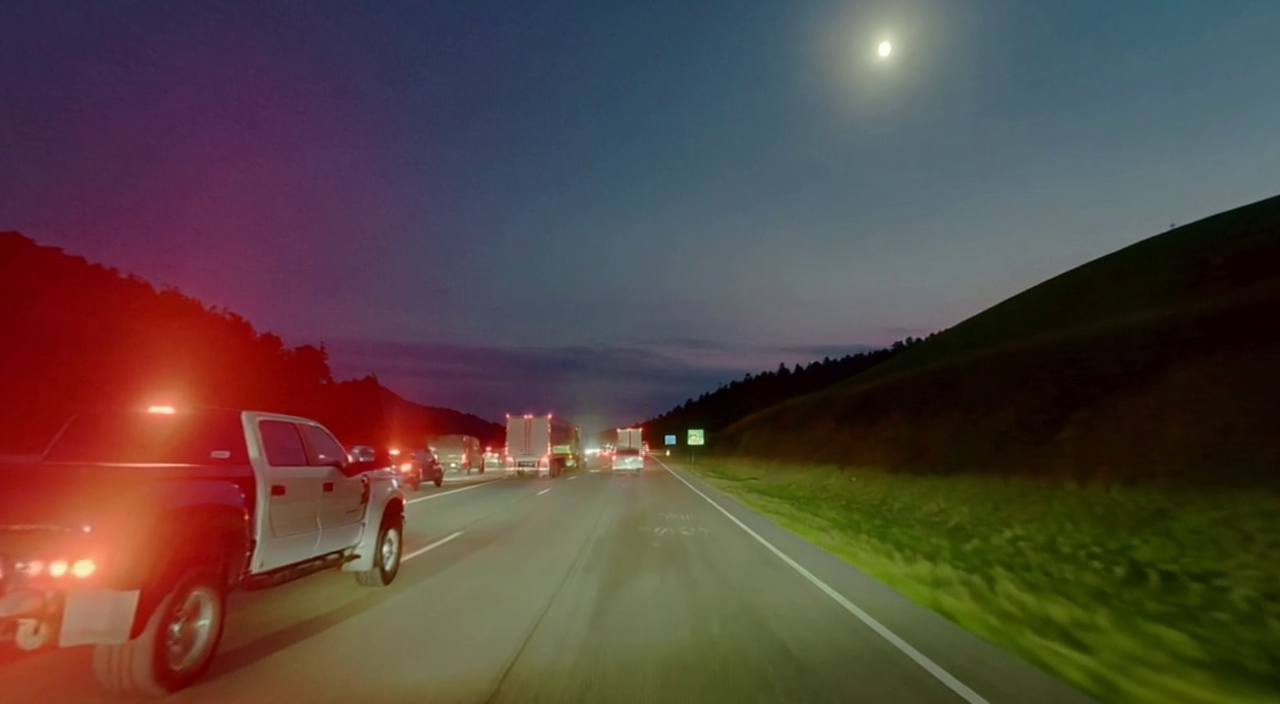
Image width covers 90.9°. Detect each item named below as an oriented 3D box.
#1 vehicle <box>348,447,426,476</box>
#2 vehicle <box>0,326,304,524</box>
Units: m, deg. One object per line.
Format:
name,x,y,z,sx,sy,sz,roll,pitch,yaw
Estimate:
vehicle,-14.175,6.173,35.631,1.925,1.493,4.864,-1,-9,7
vehicle,-12.902,1.832,14.750,2.745,3.617,11.590,-1,-9,5
